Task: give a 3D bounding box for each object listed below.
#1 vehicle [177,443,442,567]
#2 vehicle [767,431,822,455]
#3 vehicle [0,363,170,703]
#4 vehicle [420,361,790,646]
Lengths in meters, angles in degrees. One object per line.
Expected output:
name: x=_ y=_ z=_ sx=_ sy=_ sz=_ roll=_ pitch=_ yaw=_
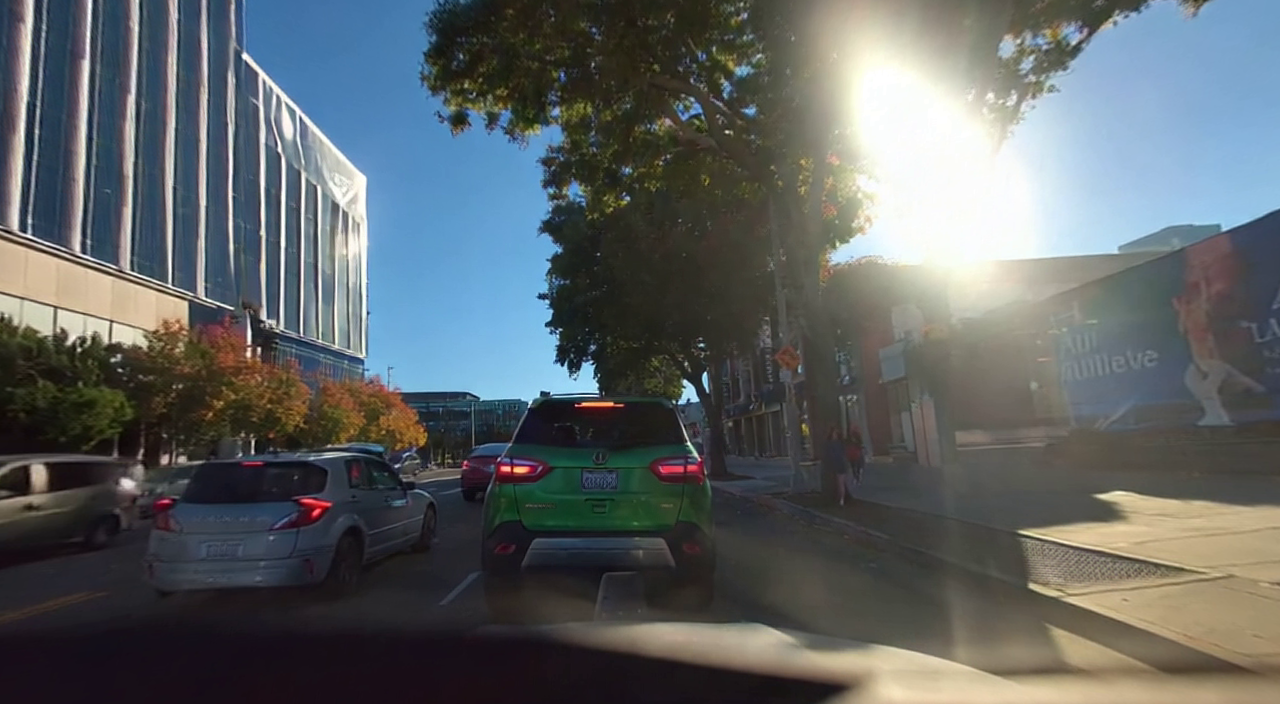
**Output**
vehicle: x=-4.656 y=2.158 z=9.843 sx=1.876 sy=1.448 sz=4.464 roll=0 pitch=-8 yaw=-2
vehicle: x=10.217 y=6.030 z=41.635 sx=1.877 sy=1.416 sz=3.965 roll=-8 pitch=-12 yaw=39
vehicle: x=-3.188 y=0.660 z=0.727 sx=1.971 sy=1.658 sz=4.428 roll=0 pitch=-8 yaw=-2
vehicle: x=-0.369 y=1.343 z=6.624 sx=2.531 sy=1.930 sz=4.382 roll=0 pitch=-8 yaw=-4
